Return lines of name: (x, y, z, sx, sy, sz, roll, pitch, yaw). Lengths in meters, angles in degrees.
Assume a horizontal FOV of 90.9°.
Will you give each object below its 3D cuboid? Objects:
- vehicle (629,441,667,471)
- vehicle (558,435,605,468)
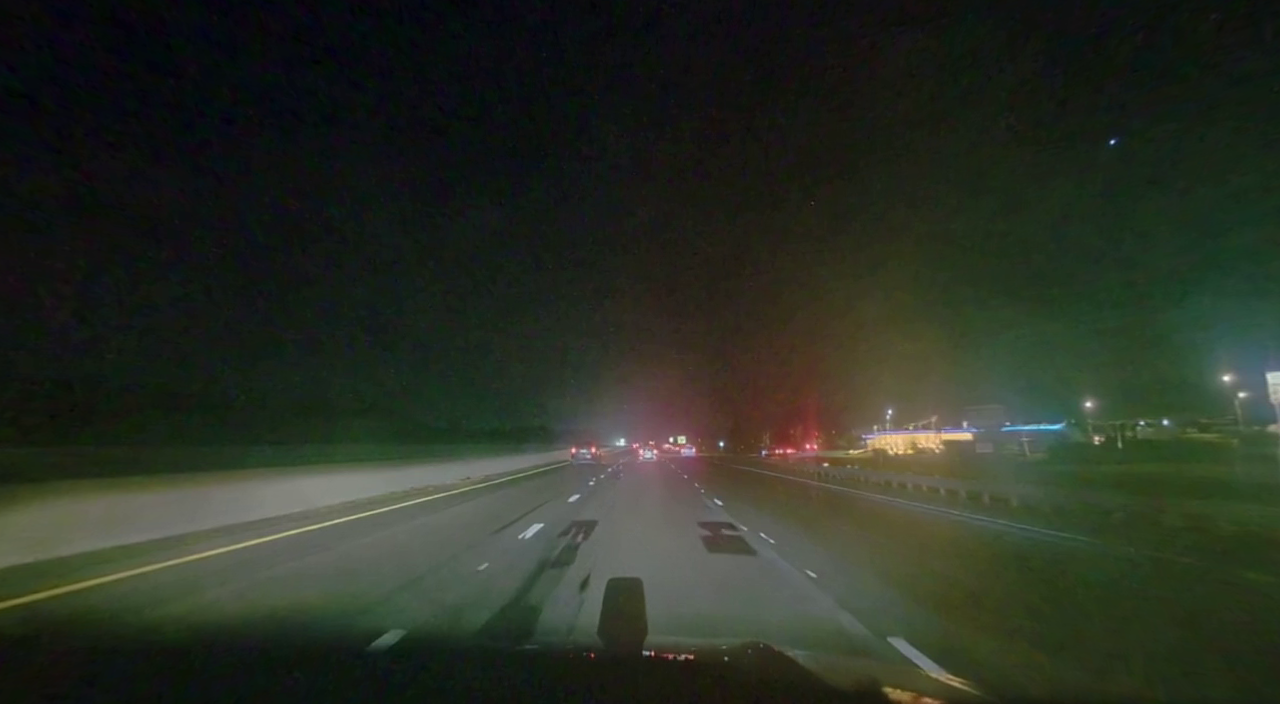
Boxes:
vehicle: (0.409, 5.726, 34.994, 2.000, 1.558, 3.945, 0, -8, 0)
vehicle: (-3.704, 6.457, 41.116, 2.403, 1.946, 5.623, 0, -8, 1)
